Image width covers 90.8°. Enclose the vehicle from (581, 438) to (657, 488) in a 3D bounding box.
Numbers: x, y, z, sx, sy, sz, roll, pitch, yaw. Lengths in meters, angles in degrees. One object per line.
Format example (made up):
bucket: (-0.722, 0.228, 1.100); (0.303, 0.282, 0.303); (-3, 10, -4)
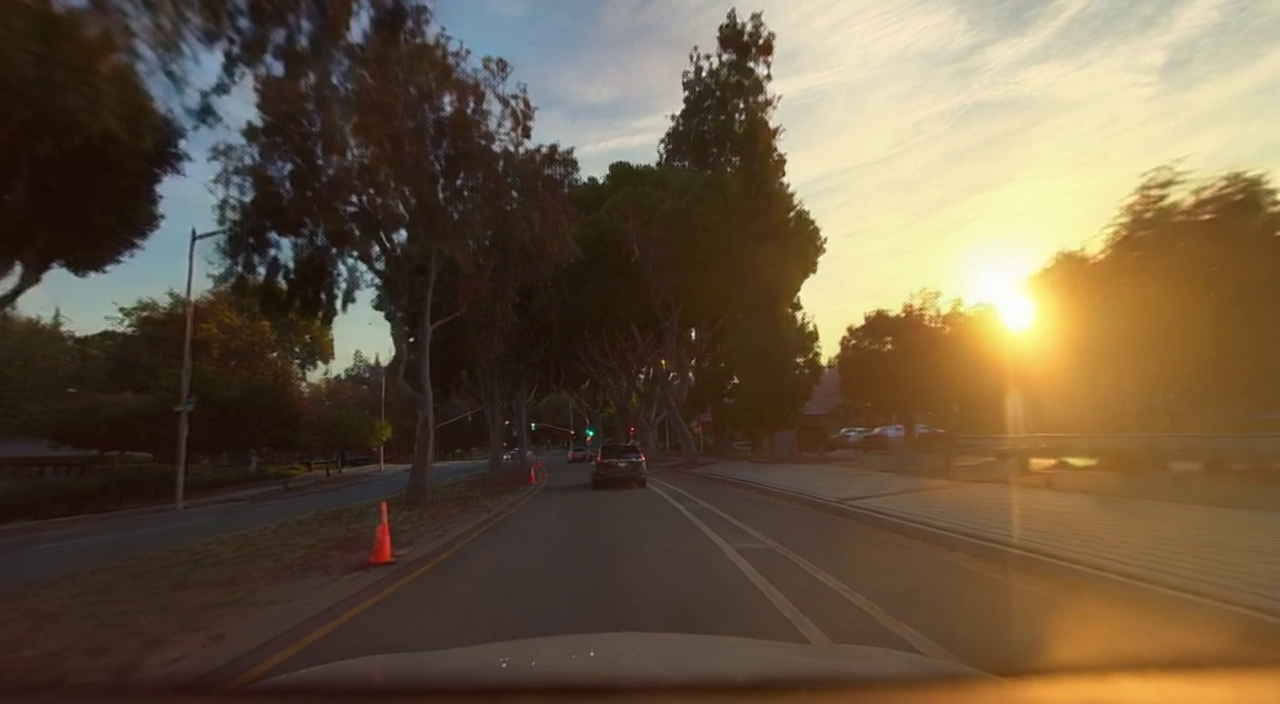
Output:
vehicle: (-0.847, 3.752, 21.688); (2.266, 1.508, 4.430); (1, -9, -7)
